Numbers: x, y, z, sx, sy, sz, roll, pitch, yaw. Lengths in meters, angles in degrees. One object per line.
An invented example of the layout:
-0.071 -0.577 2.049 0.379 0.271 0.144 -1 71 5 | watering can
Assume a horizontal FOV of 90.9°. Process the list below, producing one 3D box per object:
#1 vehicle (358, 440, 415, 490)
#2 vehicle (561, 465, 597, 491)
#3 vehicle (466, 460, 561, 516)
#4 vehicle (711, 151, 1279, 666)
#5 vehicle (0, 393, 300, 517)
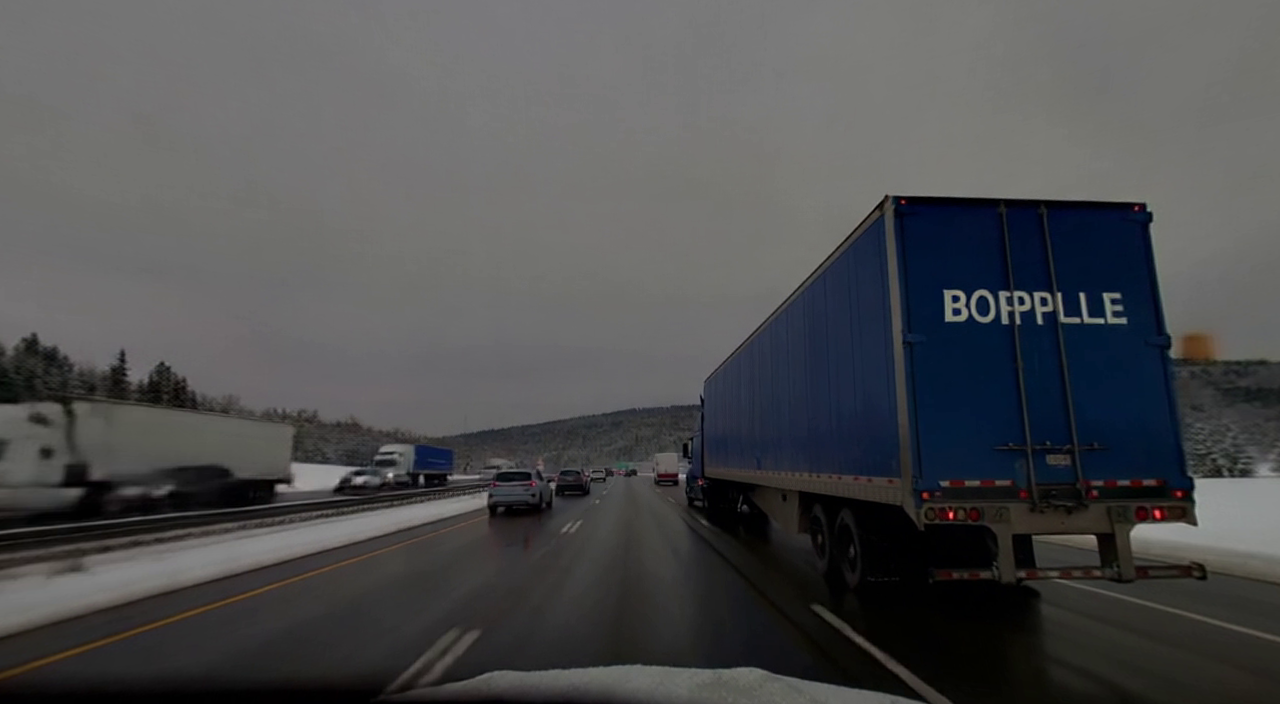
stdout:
-20.030 8.975 49.945 2.859 3.706 3.474 1 -11 -1 | vehicle
-4.131 8.621 43.180 2.063 1.671 4.197 1 -11 0 | vehicle
-3.952 4.386 20.643 2.088 1.566 4.853 1 -11 0 | vehicle
3.713 1.600 11.898 2.839 4.062 14.051 1 -11 -1 | vehicle
-19.966 4.566 27.050 2.917 3.889 14.334 1 -11 -1 | vehicle
